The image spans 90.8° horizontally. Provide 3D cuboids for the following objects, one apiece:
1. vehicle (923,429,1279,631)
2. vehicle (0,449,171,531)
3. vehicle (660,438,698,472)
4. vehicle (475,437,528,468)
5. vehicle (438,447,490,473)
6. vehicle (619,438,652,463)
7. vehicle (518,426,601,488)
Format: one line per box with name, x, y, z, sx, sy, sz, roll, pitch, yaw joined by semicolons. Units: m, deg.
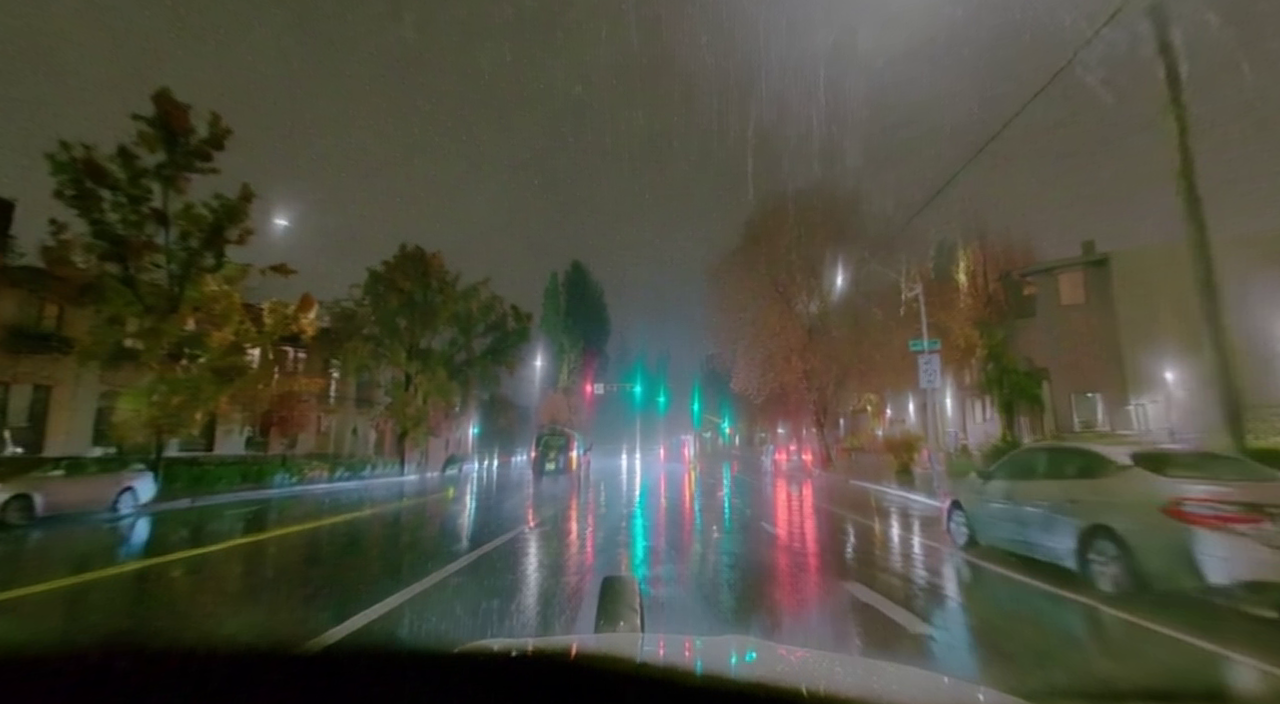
vehicle;5.412;1.698;7.239;2.104;1.489;4.962;0;-8;1
vehicle;-12.566;2.769;13.076;1.782;1.472;4.744;-1;-8;5
vehicle;2.070;5.447;33.736;1.852;1.680;4.488;0;-8;3
vehicle;-9.965;7.259;45.906;2.272;2.103;5.589;0;-8;3
vehicle;-10.644;6.534;38.378;1.876;1.492;3.790;-1;-9;3
vehicle;-0.275;7.305;46.885;2.018;1.746;4.560;-1;-8;5
vehicle;-2.541;3.455;21.055;1.877;1.827;4.298;-1;-8;5
